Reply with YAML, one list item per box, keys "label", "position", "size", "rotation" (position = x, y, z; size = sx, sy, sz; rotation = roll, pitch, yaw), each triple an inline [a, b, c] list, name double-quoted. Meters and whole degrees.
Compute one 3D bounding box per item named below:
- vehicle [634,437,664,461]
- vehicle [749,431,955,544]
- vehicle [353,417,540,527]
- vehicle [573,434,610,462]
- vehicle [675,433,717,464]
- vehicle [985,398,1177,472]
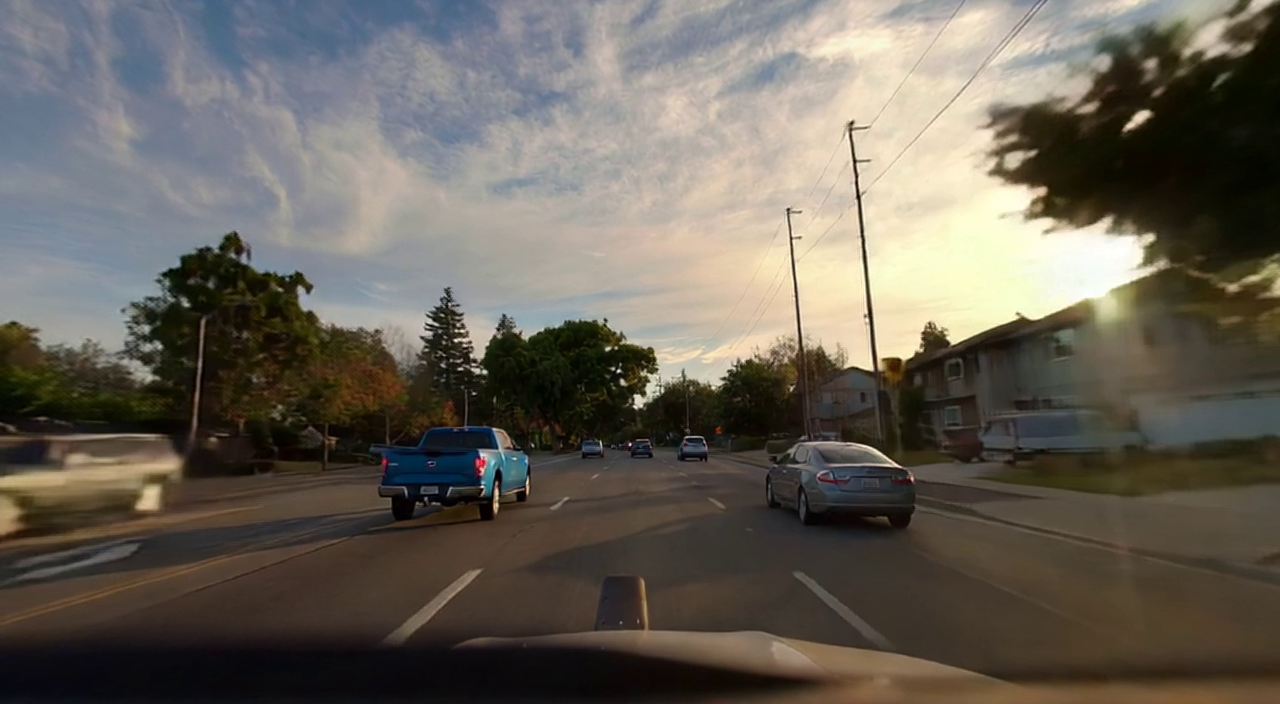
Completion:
- label: "vehicle"
  position: [0.613, 6.936, 45.498]
  size: [1.997, 1.636, 3.760]
  rotation: [0, -8, -2]
- label: "vehicle"
  position: [3.153, 2.066, 10.449]
  size: [1.884, 1.463, 4.195]
  rotation: [0, -8, -1]
- label: "vehicle"
  position: [-3.519, 2.283, 12.818]
  size: [2.111, 1.745, 5.274]
  rotation: [0, -8, 0]
- label: "vehicle"
  position: [-3.349, 6.699, 44.367]
  size: [2.218, 1.829, 4.492]
  rotation: [0, -8, 0]
- label: "vehicle"
  position: [3.477, 6.066, 40.097]
  size: [2.099, 1.845, 4.363]
  rotation: [0, -8, -2]
- label: "vehicle"
  position: [14.951, 2.848, 21.678]
  size: [4.801, 2.233, 2.222]
  rotation: [-2, -8, -1]
